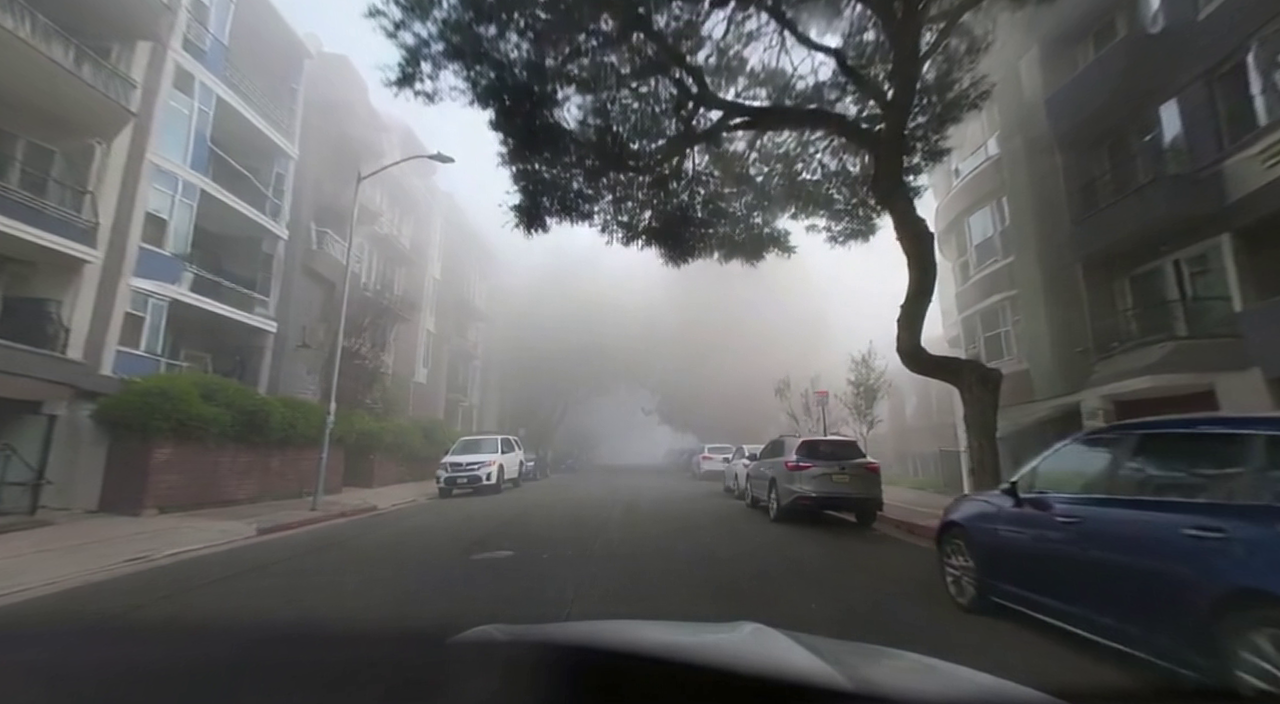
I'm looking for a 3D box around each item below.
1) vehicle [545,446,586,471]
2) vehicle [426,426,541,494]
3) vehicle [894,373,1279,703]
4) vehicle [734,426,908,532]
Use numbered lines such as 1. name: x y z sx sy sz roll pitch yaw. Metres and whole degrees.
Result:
1. vehicle: -5.442 7.838 46.759 2.222 1.735 5.215 -1 -8 2
2. vehicle: -5.534 4.014 23.405 2.596 2.152 5.689 -1 -10 2
3. vehicle: 3.656 1.075 3.610 2.184 1.661 4.940 0 -8 -2
4. vehicle: 3.495 2.569 13.485 2.216 1.790 5.077 0 -8 0
